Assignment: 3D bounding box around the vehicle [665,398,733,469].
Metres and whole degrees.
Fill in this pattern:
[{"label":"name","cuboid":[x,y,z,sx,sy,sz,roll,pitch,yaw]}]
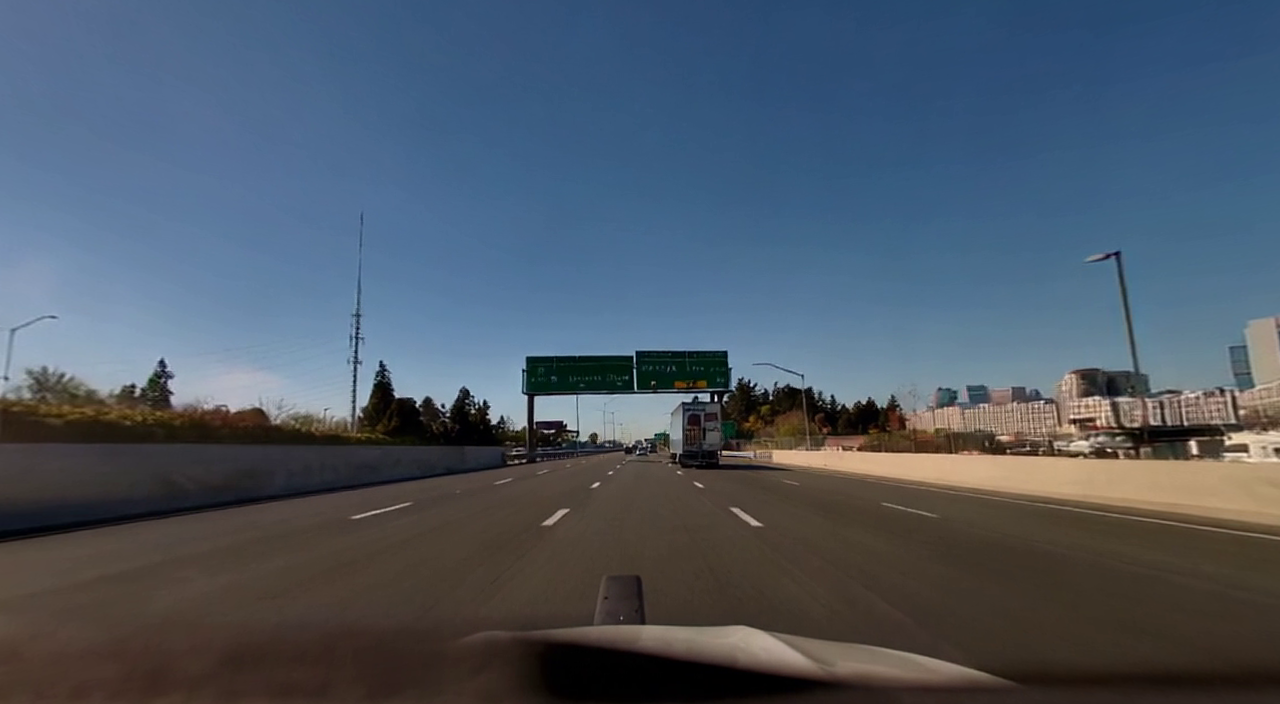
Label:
[{"label":"vehicle","cuboid":[3.819,6.094,45.511,3.247,4.224,15.996,0,-9,-1]}]
